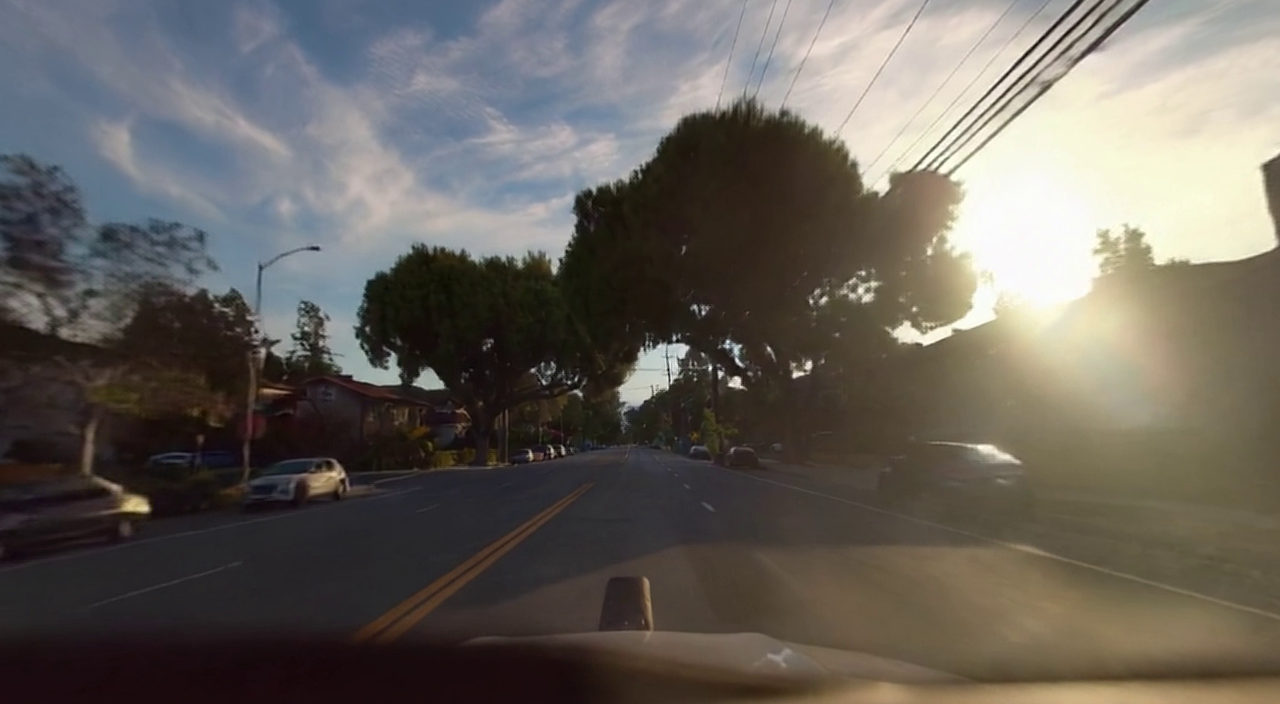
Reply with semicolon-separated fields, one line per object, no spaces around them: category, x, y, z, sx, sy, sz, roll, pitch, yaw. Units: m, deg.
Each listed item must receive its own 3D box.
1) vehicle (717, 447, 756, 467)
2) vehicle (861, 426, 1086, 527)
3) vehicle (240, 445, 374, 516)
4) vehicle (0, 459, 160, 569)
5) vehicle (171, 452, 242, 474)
vehicle;7.114;7.794;47.000;2.070;1.428;4.636;0;-9;-1
vehicle;6.689;2.542;13.496;2.194;1.741;4.800;-1;-9;0
vehicle;-10.439;3.982;20.165;1.984;1.762;4.266;-4;-7;0
vehicle;-10.672;2.713;10.528;1.932;1.472;4.516;-3;-7;-2
vehicle;-31.695;8.094;46.281;1.786;1.448;4.702;-1;-8;2
